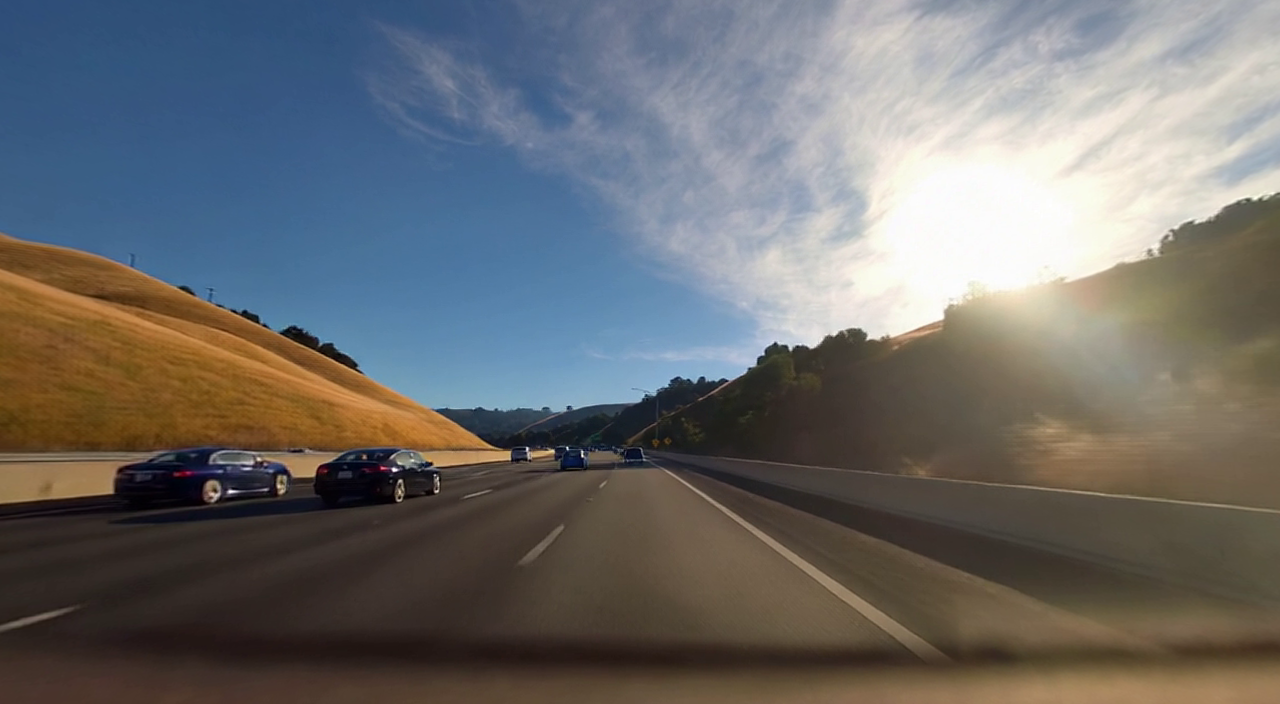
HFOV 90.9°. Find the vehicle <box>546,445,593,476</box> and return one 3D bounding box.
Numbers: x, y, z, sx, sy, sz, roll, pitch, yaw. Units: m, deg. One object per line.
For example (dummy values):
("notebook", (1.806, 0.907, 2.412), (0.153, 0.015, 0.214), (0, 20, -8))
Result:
("vehicle", (-3.815, 5.932, 34.817), (2.144, 1.505, 4.649), (0, -8, -1))

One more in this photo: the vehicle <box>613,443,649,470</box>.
("vehicle", (-0.637, 6.868, 41.706), (2.225, 1.674, 4.044), (0, -8, -2))

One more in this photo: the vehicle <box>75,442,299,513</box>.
("vehicle", (-11.095, 3.069, 16.067), (2.048, 1.501, 4.898), (0, -8, 0))

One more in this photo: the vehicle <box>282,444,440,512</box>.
("vehicle", (-6.799, 3.080, 15.980), (1.991, 1.441, 4.265), (0, -8, 1))
